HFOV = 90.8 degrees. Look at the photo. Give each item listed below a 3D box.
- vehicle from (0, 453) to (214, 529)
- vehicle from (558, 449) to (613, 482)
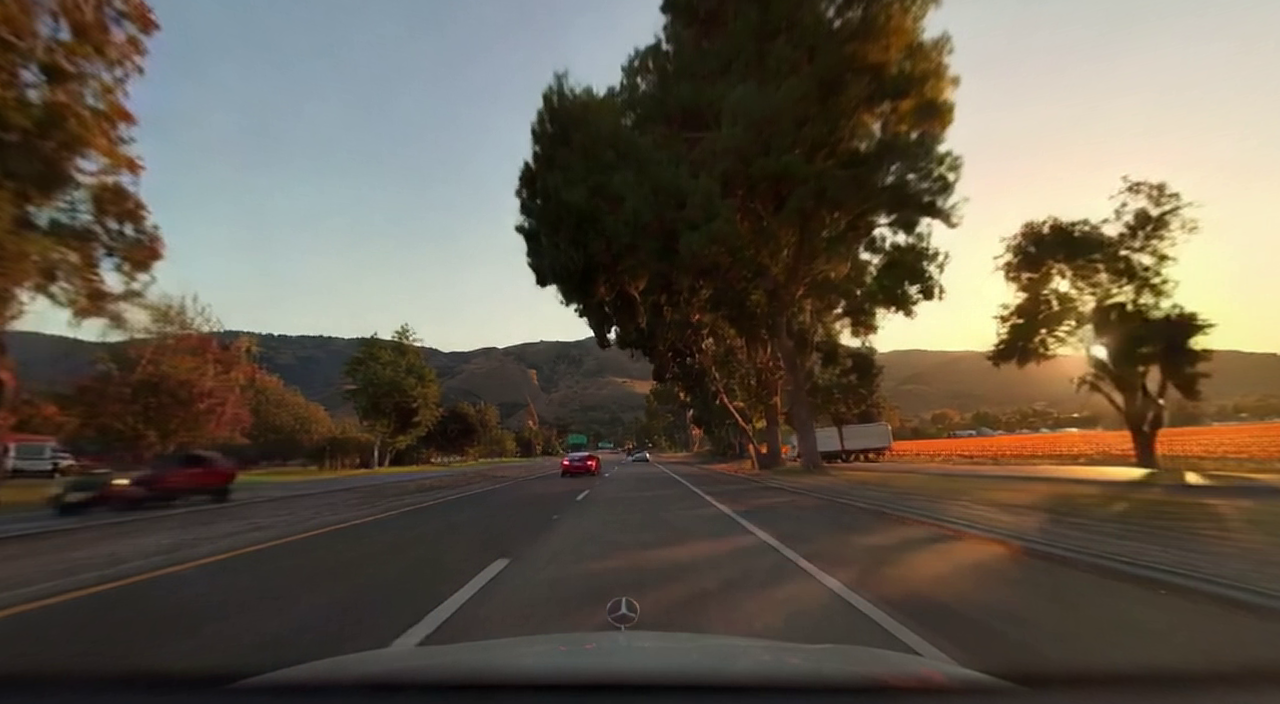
[{"bbox_3d":[-12.400,3.184,15.019,1.783,1.520,3.915,0,-9,-1],"label":"vehicle"},{"bbox_3d":[-2.585,5.543,31.130,2.170,1.451,4.584,0,-9,2],"label":"vehicle"}]
